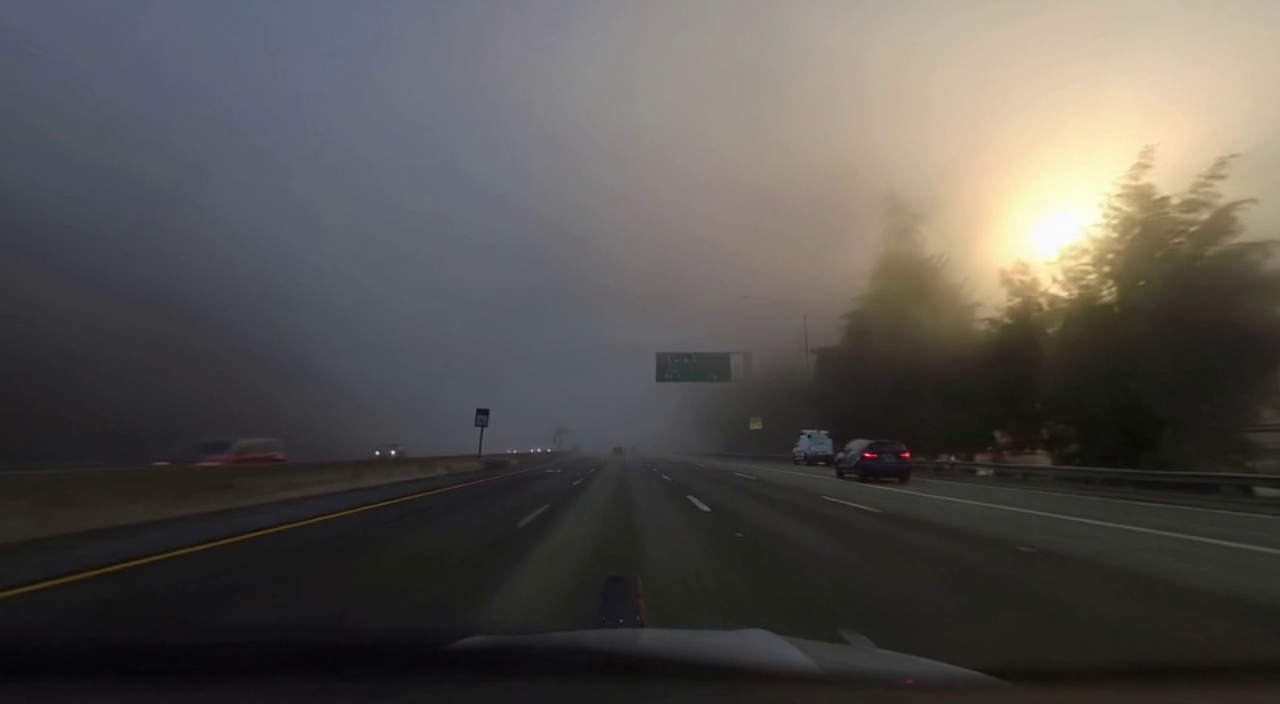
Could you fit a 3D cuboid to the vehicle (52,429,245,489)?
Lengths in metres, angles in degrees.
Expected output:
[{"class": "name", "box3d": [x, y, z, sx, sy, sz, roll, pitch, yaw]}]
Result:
[{"class": "vehicle", "box3d": [-14.319, 3.159, 18.863, 2.089, 1.559, 4.558, 0, -9, 0]}]

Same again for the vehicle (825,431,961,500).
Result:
[{"class": "vehicle", "box3d": [6.875, 3.123, 17.740, 2.081, 1.705, 3.926, 0, -9, -2]}]
